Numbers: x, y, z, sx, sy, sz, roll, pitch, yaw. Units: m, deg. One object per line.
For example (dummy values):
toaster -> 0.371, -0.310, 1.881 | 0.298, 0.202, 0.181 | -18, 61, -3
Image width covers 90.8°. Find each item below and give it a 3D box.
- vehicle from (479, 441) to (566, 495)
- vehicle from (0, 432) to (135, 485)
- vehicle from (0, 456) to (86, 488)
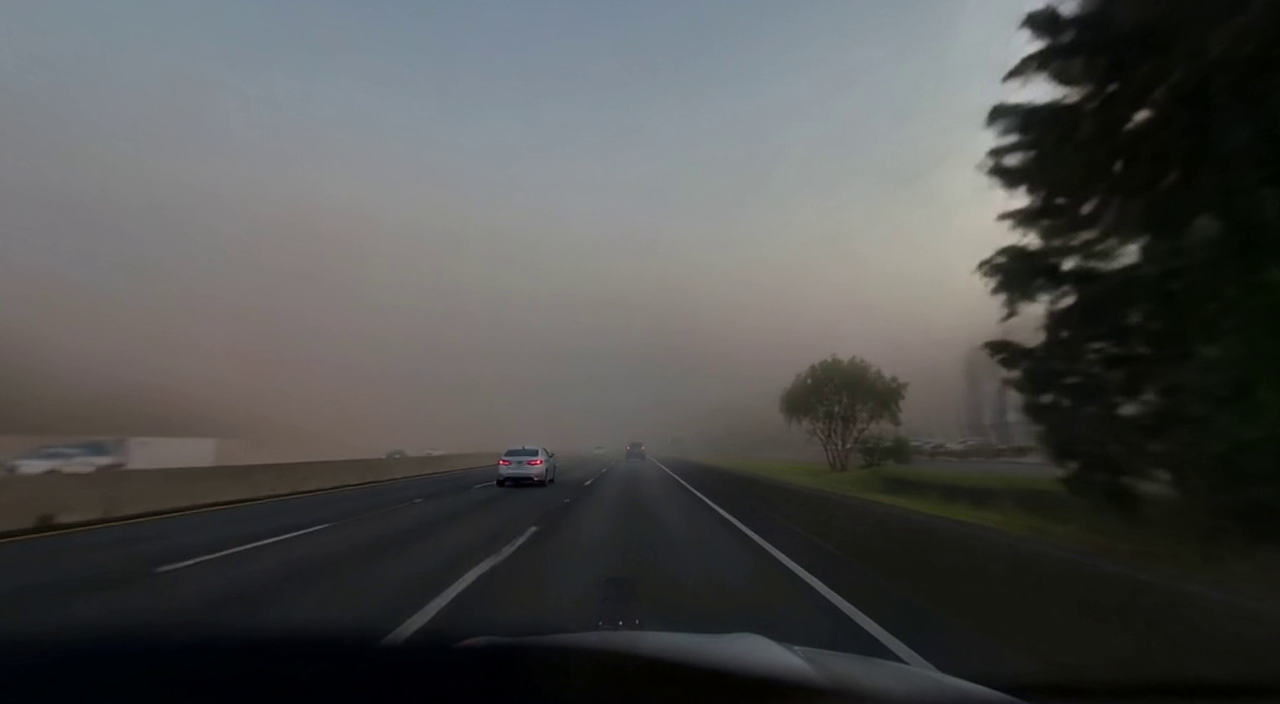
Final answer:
vehicle -> -3.510, 3.542, 19.655 | 1.920, 1.463, 4.134 | 0, -9, 0
vehicle -> -40.190, 7.368, 44.052 | 2.892, 3.305, 8.355 | 0, -9, 0
vehicle -> -32.024, 6.251, 33.234 | 1.794, 1.513, 4.383 | 0, -9, 0
